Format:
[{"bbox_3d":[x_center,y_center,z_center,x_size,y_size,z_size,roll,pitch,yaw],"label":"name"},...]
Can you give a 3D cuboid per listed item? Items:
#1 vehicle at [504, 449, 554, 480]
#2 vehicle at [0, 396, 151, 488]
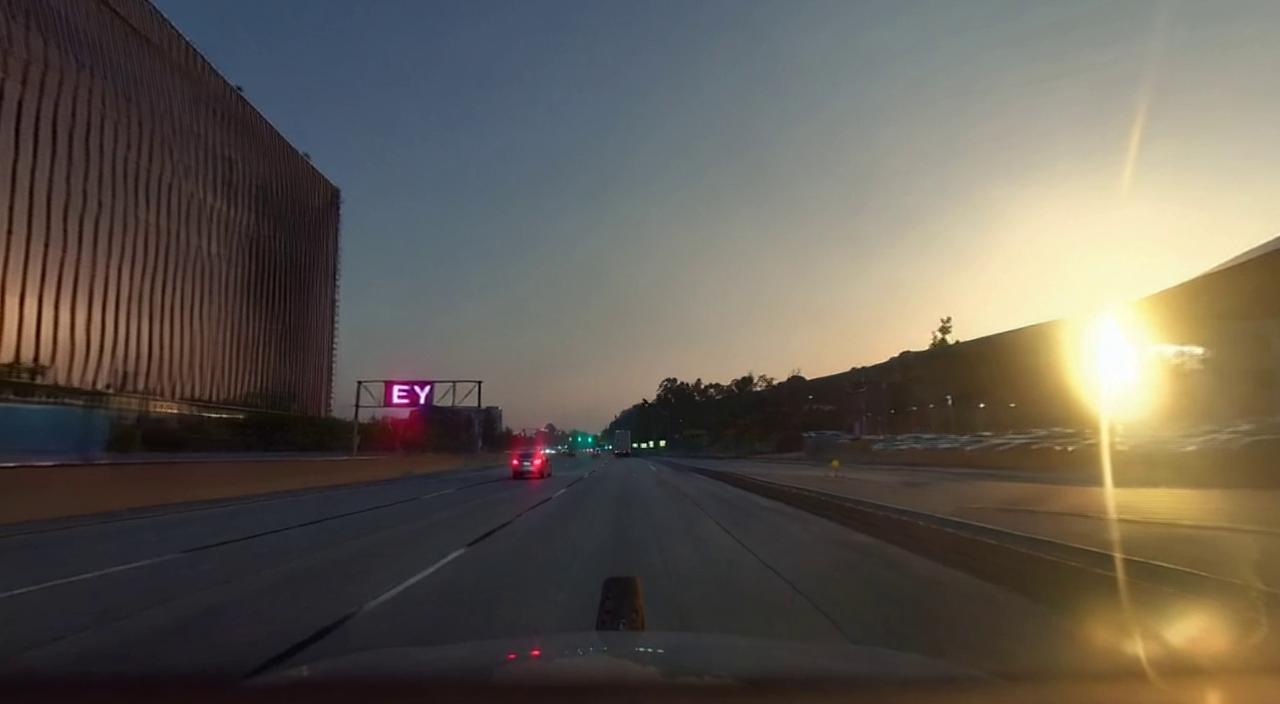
[{"bbox_3d":[-5.873,5.997,33.986,1.943,1.510,4.201,0,-9,0],"label":"vehicle"},{"bbox_3d":[-24.512,3.620,25.115,2.785,3.272,9.199,0,-9,-1],"label":"vehicle"}]
